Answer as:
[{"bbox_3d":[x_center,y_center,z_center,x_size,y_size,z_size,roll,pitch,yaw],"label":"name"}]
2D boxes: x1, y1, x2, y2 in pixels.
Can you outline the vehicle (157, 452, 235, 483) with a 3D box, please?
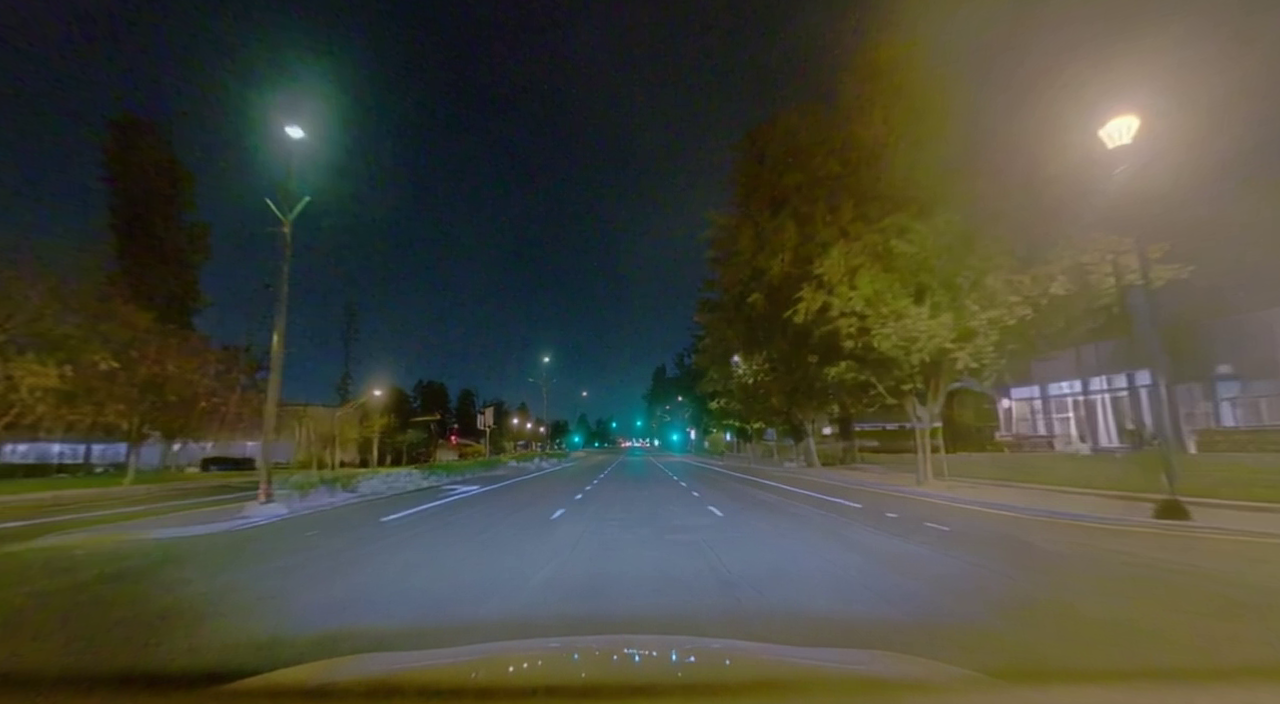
[{"bbox_3d":[-29.864,7.746,42.519,2.019,1.696,4.735,-5,-8,-3],"label":"vehicle"}]
